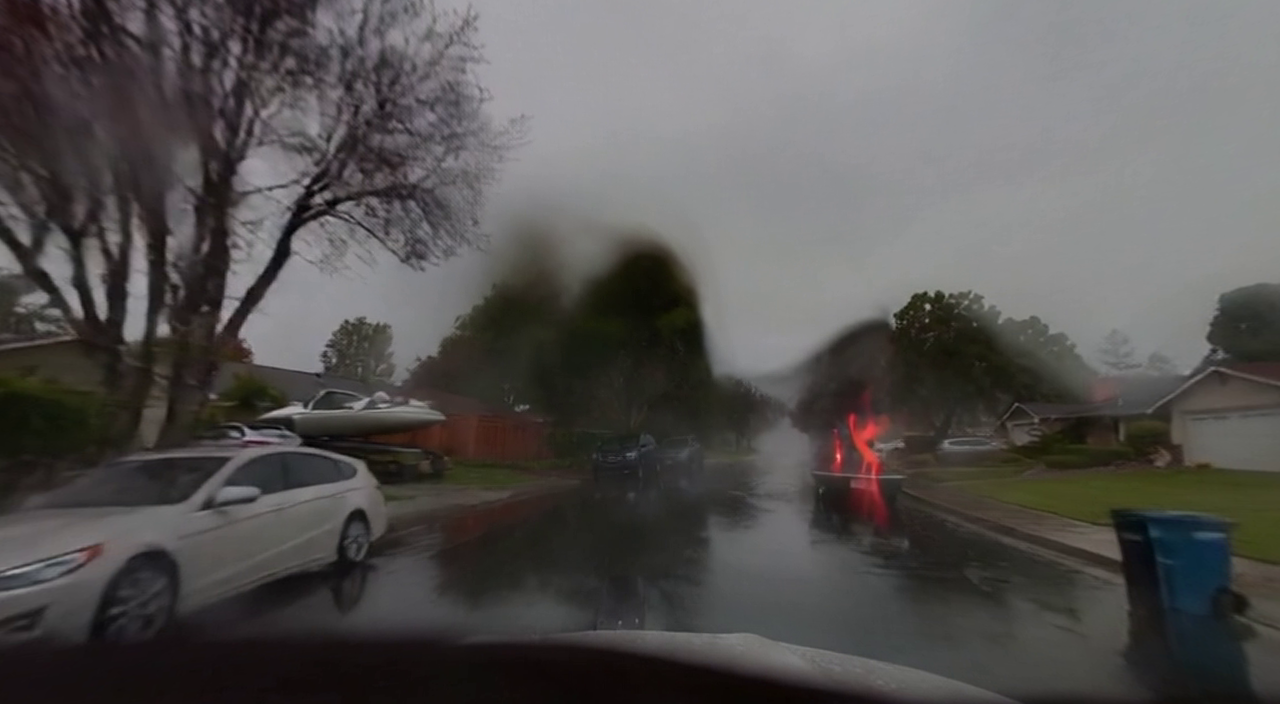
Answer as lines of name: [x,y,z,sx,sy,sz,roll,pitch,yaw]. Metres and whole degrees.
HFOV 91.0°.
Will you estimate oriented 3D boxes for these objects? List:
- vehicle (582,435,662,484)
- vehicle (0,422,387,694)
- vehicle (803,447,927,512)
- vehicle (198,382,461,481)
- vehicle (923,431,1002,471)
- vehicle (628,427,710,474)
vehicle: [-0.592,4.311,25.540,2.052,1.745,4.737,-2,-9,14]
vehicle: [-4.323,1.457,5.581,1.898,1.487,4.714,-1,-9,5]
vehicle: [6.406,3.638,18.904,2.804,1.336,6.700,-1,-7,14]
vehicle: [-10.539,2.819,21.780,7.767,3.105,2.858,-2,-9,9]
vehicle: [17.747,5.438,34.743,3.470,2.123,1.584,0,-7,3]
vehicle: [1.694,5.263,33.684,2.632,2.249,6.179,-3,-9,20]
